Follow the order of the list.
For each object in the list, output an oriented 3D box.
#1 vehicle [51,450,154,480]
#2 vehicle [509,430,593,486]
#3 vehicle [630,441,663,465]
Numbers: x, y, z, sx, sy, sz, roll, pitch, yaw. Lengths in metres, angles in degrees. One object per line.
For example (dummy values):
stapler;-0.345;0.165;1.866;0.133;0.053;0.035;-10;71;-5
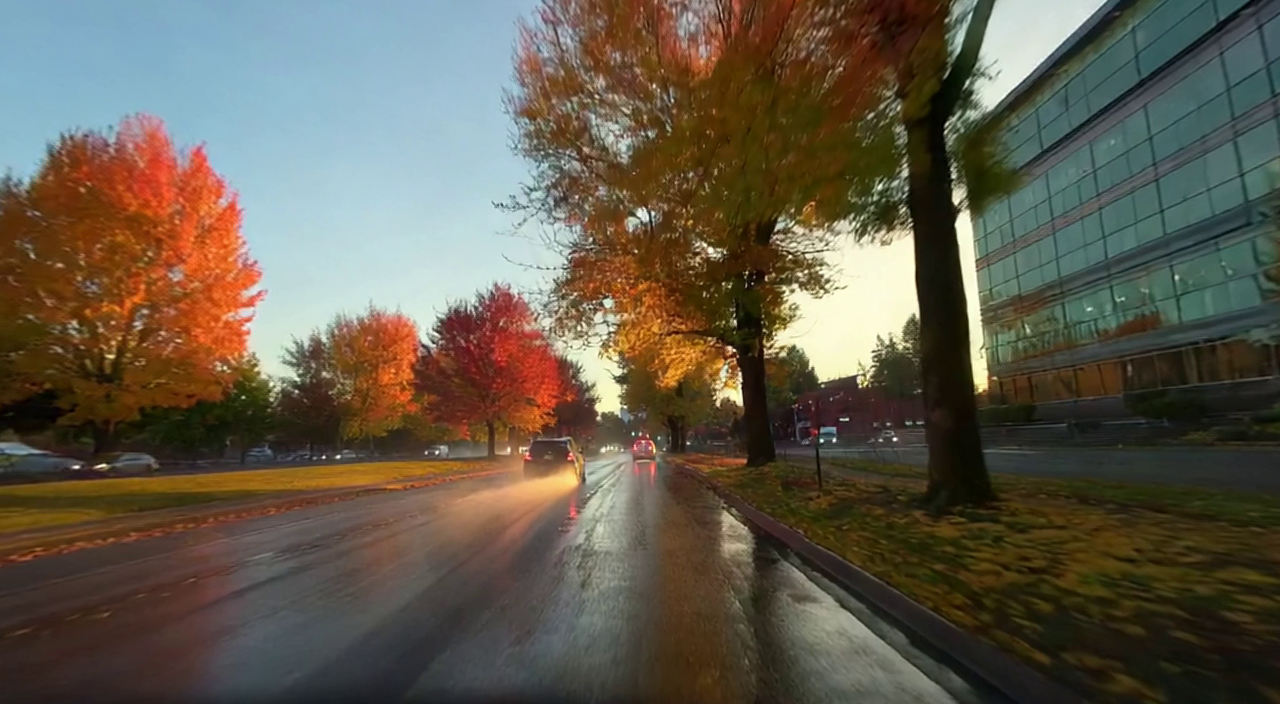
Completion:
vehicle;-30.465;6.388;35.880;1.793;1.486;4.631;0;-8;0
vehicle;-2.924;3.609;21.684;2.197;1.709;4.069;0;-8;1
vehicle;0.387;6.579;41.295;2.040;1.493;3.682;0;-8;-1
